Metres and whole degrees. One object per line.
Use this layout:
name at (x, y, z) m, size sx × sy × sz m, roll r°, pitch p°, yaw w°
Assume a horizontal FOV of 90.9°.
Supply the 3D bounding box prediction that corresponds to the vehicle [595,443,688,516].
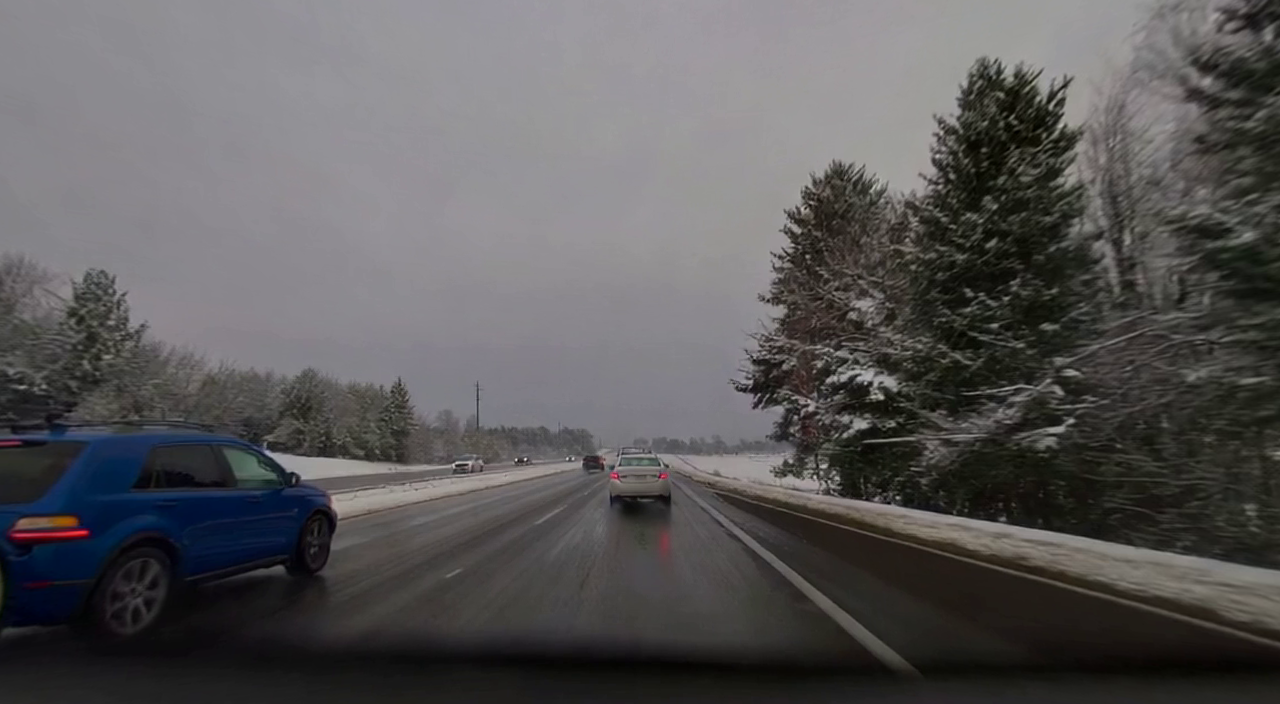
vehicle at (0.036, 3.154, 16.049) m, size 2.063 × 1.582 × 3.955 m, roll 0°, pitch -9°, yaw 0°

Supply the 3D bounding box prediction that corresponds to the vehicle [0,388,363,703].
vehicle at (-4.163, 1.337, 5.118) m, size 1.962 × 1.681 × 4.033 m, roll 0°, pitch -9°, yaw 0°

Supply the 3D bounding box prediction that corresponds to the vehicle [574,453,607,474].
vehicle at (-3.612, 8.226, 46.560) m, size 2.059 × 1.455 × 4.205 m, roll 0°, pitch -9°, yaw 0°
